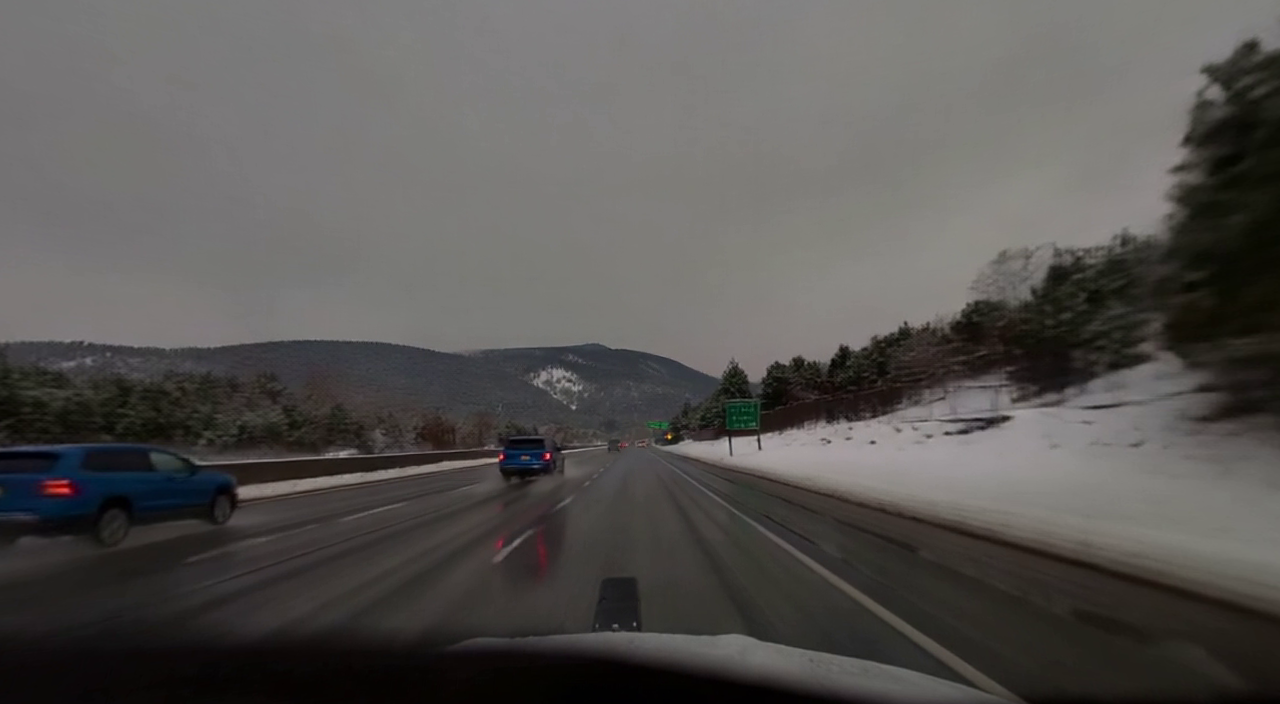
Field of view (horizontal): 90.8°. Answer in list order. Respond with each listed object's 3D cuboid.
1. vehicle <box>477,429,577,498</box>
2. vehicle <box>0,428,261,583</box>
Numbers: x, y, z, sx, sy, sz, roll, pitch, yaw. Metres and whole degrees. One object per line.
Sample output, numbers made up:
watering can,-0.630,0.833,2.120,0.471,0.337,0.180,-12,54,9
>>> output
vehicle,-3.182,3.256,18.846,2.029,1.753,4.718,0,-8,1
vehicle,-7.273,1.803,8.166,1.930,1.508,4.567,0,-8,0
